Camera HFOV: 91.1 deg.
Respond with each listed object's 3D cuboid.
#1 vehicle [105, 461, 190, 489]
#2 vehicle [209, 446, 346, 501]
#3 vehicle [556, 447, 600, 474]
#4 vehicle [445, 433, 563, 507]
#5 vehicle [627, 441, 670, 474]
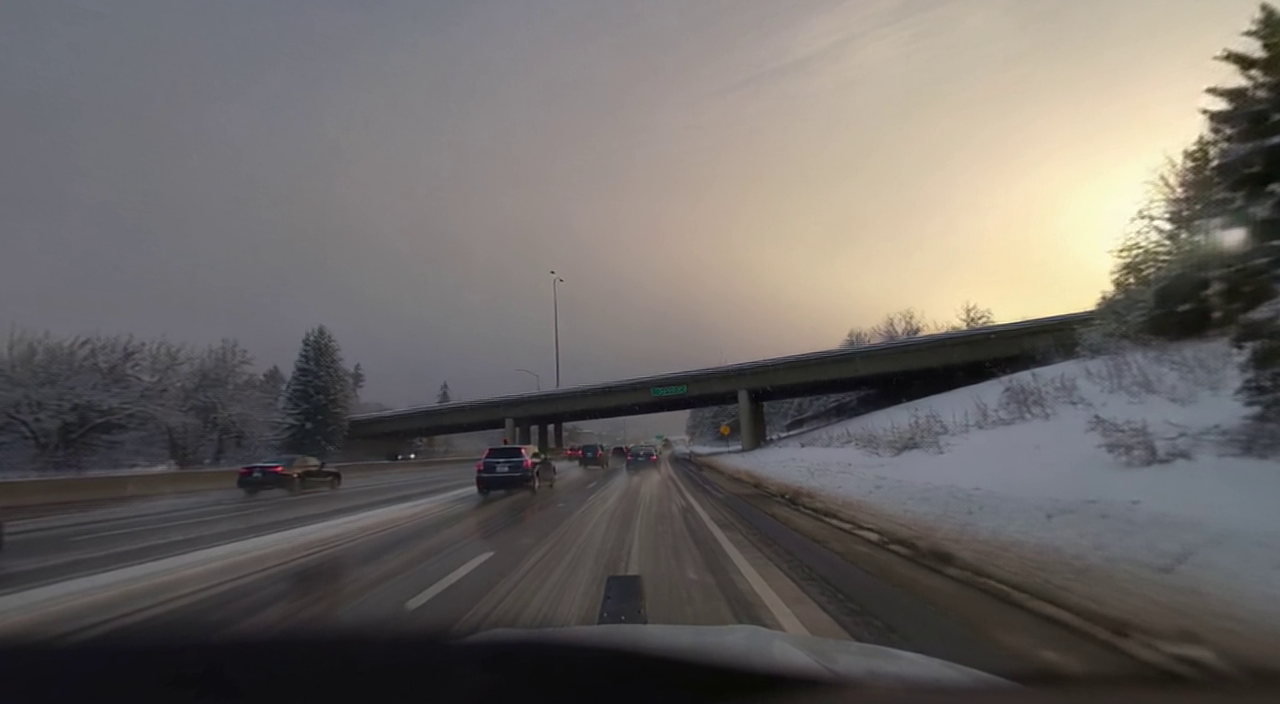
[{"bbox_3d":[-31.703,7.924,40.574,1.944,1.567,4.239,0,-8,1],"label":"vehicle"},{"bbox_3d":[-11.977,3.998,21.171,1.954,1.640,4.339,0,-8,1],"label":"vehicle"},{"bbox_3d":[-3.589,6.377,37.253,1.997,1.490,4.471,0,-8,2],"label":"vehicle"},{"bbox_3d":[-3.545,3.161,17.337,2.161,1.759,4.482,0,-8,1],"label":"vehicle"},{"bbox_3d":[0.471,5.679,34.149,2.160,1.678,4.178,0,-8,1],"label":"vehicle"}]
